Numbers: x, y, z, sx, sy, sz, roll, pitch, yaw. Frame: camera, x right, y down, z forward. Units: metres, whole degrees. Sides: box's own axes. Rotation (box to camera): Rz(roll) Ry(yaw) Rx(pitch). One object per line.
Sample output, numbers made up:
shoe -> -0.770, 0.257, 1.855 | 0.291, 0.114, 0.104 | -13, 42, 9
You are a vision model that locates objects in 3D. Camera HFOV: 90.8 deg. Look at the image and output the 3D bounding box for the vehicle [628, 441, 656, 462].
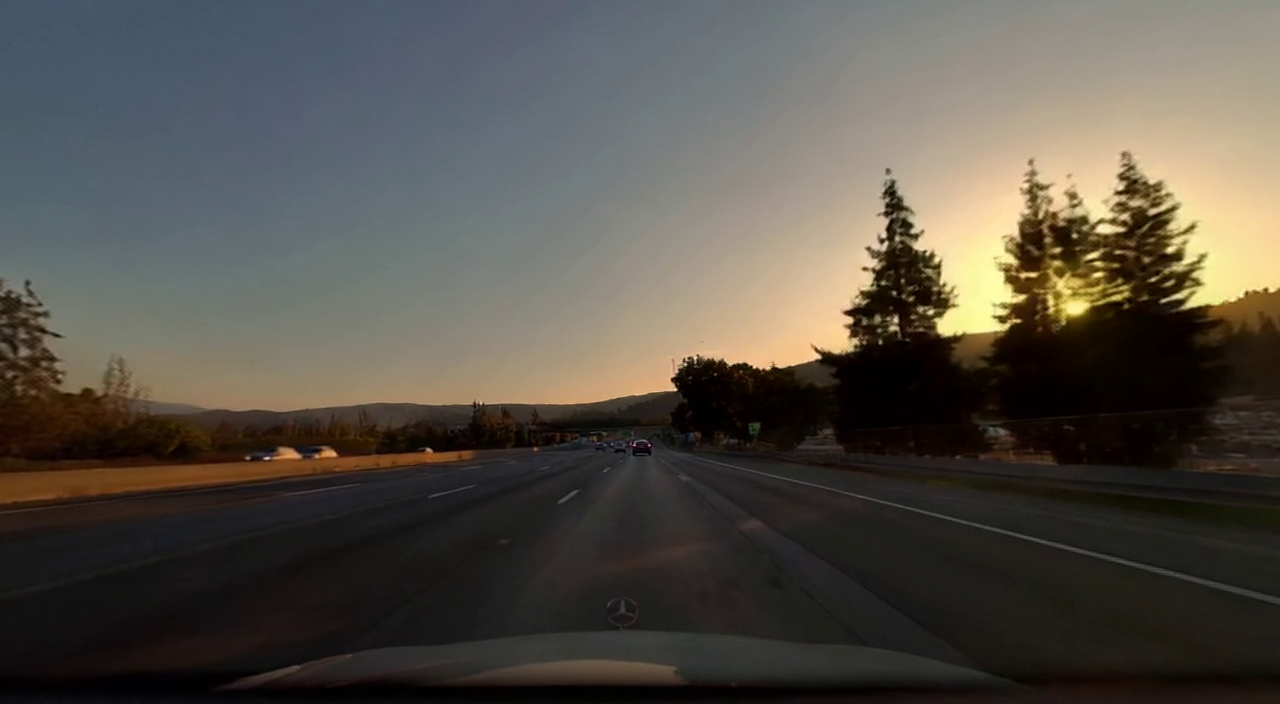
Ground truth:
vehicle -> 0.090, 7.504, 47.768 | 2.021, 1.528, 4.154 | 0, -8, -1
